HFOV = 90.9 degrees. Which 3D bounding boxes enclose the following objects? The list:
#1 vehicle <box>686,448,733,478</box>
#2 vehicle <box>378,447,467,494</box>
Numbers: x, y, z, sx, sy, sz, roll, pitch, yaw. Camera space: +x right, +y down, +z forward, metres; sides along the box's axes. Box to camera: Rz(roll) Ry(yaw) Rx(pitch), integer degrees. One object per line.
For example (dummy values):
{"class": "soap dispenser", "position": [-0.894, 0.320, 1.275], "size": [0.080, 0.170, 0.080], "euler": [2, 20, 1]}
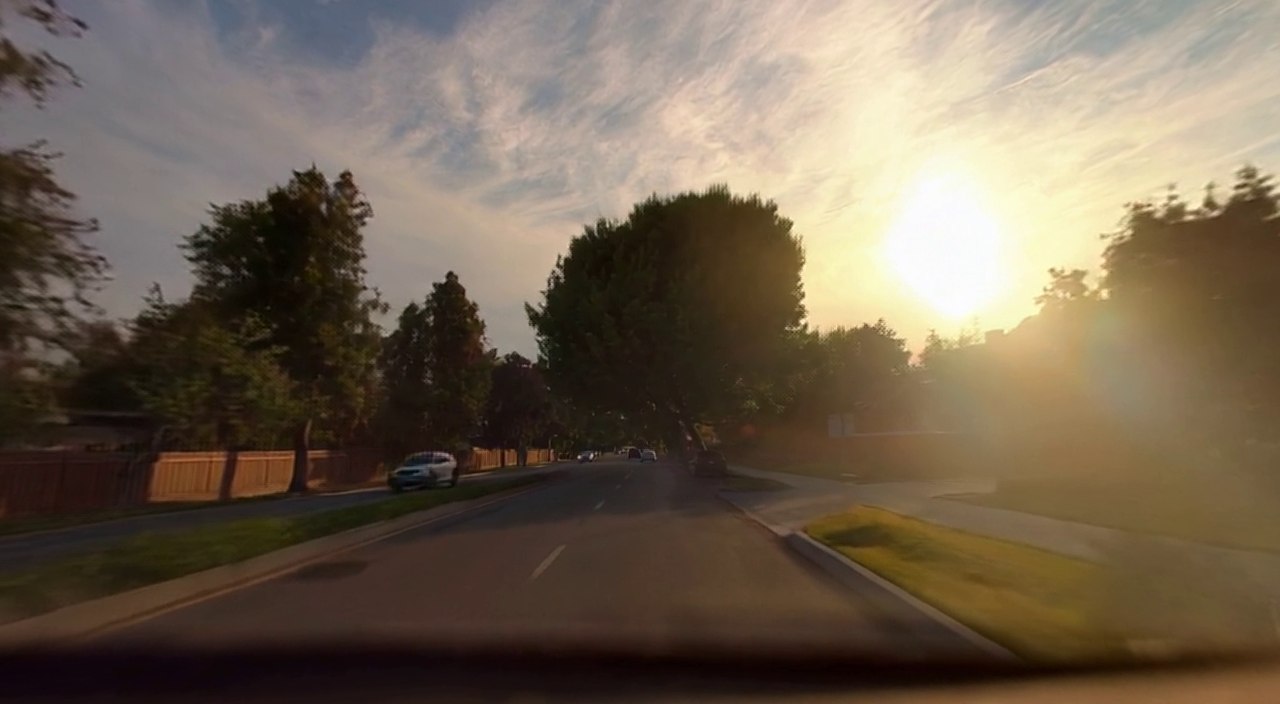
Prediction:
{"class": "vehicle", "position": [3.696, 5.968, 34.249], "size": [2.011, 1.507, 4.769], "euler": [0, -9, 0]}
{"class": "vehicle", "position": [-8.745, 4.758, 25.781], "size": [1.981, 1.716, 4.315], "euler": [0, -9, 1]}
